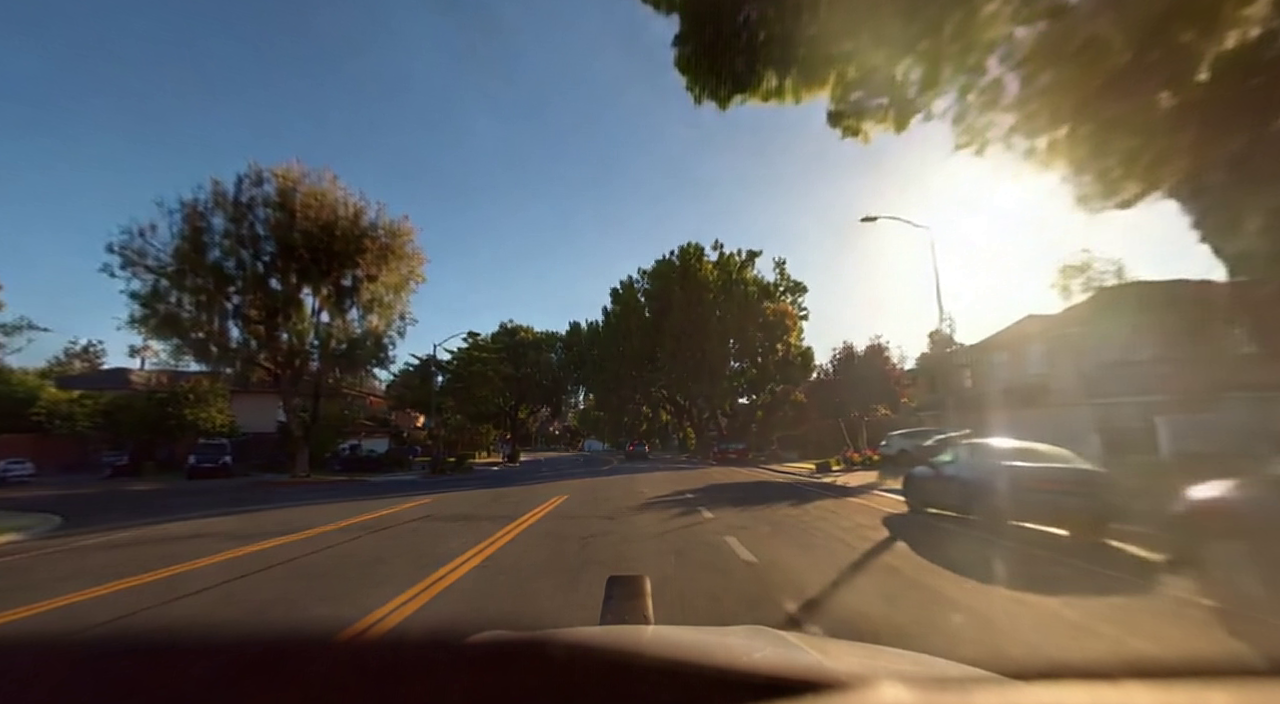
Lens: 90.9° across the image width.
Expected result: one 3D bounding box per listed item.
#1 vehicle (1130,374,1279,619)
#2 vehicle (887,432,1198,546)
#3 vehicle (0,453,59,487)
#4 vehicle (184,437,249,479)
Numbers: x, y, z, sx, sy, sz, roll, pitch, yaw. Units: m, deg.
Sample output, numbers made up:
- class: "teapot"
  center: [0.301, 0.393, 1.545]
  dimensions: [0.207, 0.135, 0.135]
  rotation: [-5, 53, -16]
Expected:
- class: "vehicle"
  center: [6.511, 0.936, 3.544]
  dimensions: [2.878, 1.927, 5.774]
  rotation: [0, -8, 0]
- class: "vehicle"
  center: [6.387, 2.200, 10.951]
  dimensions: [2.235, 1.515, 4.782]
  rotation: [0, -8, 0]
- class: "vehicle"
  center: [-31.450, 5.868, 31.622]
  dimensions: [1.866, 1.484, 4.553]
  rotation: [4, -9, -24]
- class: "vehicle"
  center: [-23.457, 5.827, 35.079]
  dimensions: [2.083, 2.113, 4.490]
  rotation: [3, -9, -23]
